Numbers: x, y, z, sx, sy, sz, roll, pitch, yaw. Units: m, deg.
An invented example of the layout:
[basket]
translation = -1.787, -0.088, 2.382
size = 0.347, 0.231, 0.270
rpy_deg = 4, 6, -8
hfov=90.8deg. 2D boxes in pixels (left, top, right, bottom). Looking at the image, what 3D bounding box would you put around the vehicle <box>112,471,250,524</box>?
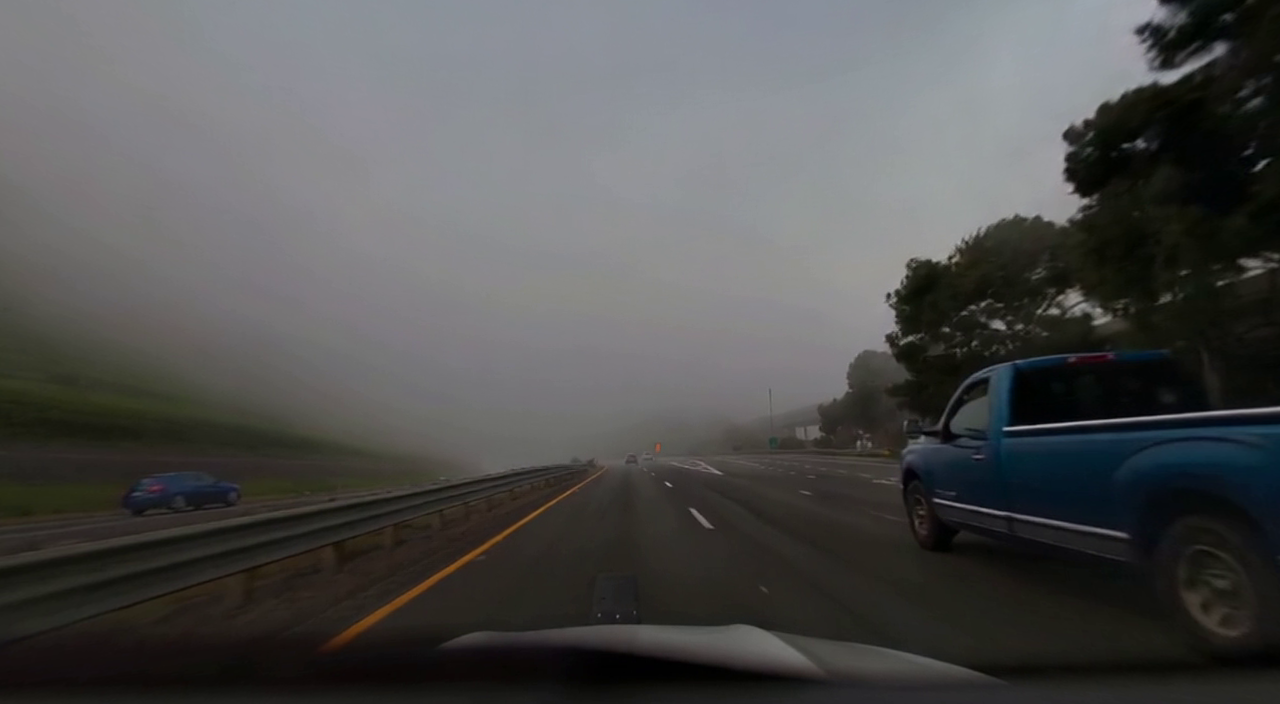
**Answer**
[vehicle]
translation = -22.290, 7.044, 31.096
size = 2.573, 1.976, 5.651
rpy_deg = -2, -8, 0
